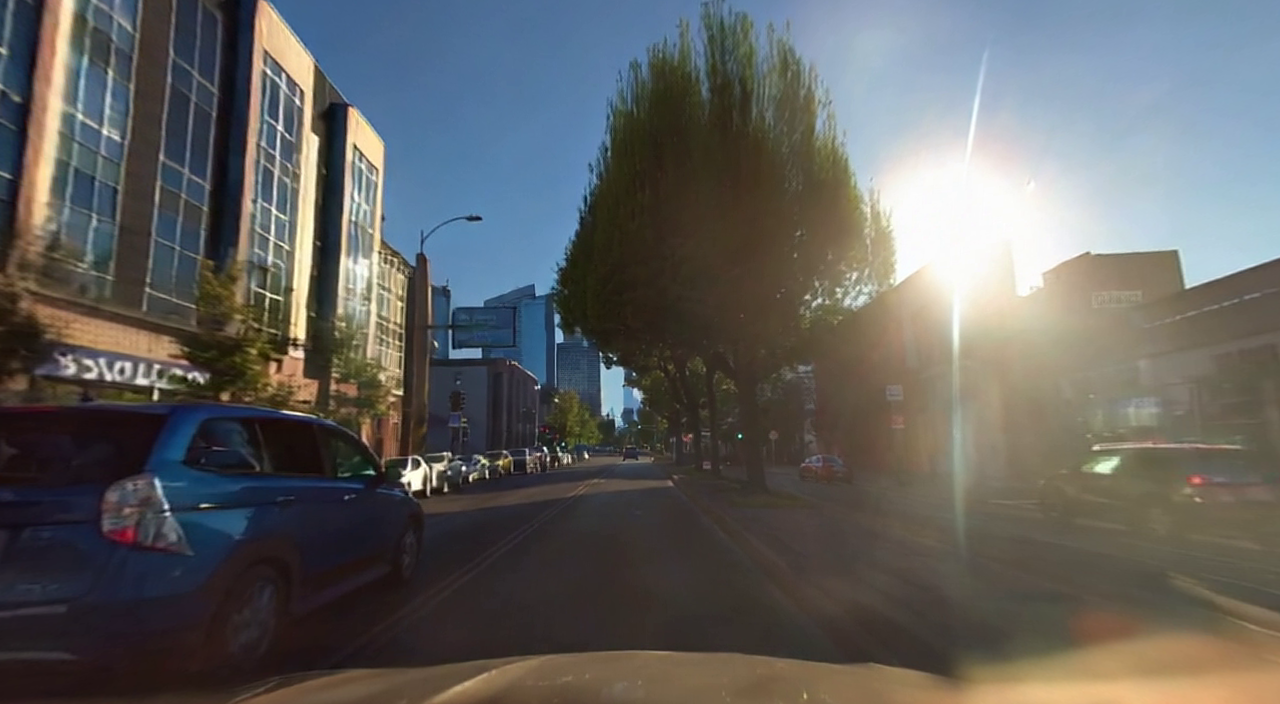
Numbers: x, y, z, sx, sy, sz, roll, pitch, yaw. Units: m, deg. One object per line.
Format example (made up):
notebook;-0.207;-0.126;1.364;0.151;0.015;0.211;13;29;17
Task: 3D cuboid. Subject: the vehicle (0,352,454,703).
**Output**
vehicle;-3.075;1.195;4.749;2.002;1.756;4.366;0;-9;0

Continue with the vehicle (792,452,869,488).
vehicle;8.726;5.425;29.347;1.954;1.478;4.625;0;-9;-2

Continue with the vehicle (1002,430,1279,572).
vehicle;9.280;2.476;11.551;2.129;1.929;5.537;0;-9;1
